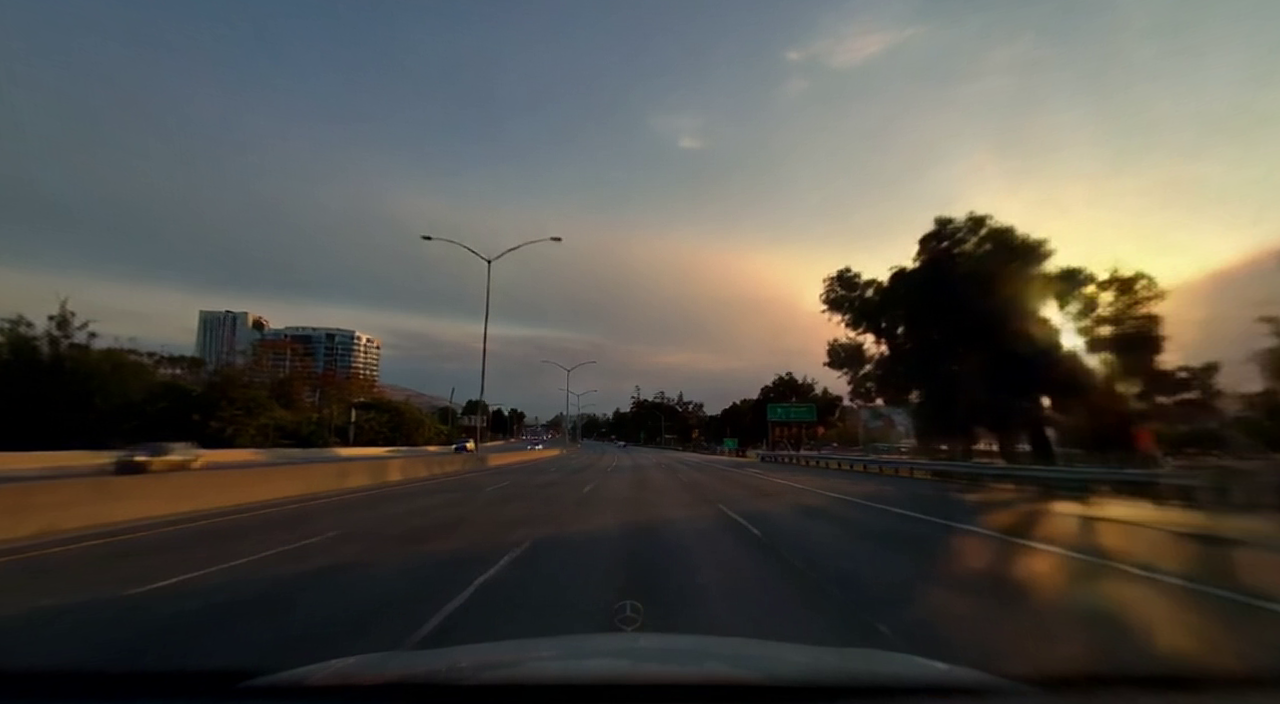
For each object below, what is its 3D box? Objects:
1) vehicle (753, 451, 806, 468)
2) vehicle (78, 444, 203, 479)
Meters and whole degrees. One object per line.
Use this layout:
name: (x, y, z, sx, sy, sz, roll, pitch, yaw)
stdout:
vehicle: (9.087, 7.047, 41.475, 2.635, 1.057, 4.249, 0, -9, 1)
vehicle: (-22.501, 4.924, 28.681, 2.025, 1.460, 4.403, 0, -8, 0)
